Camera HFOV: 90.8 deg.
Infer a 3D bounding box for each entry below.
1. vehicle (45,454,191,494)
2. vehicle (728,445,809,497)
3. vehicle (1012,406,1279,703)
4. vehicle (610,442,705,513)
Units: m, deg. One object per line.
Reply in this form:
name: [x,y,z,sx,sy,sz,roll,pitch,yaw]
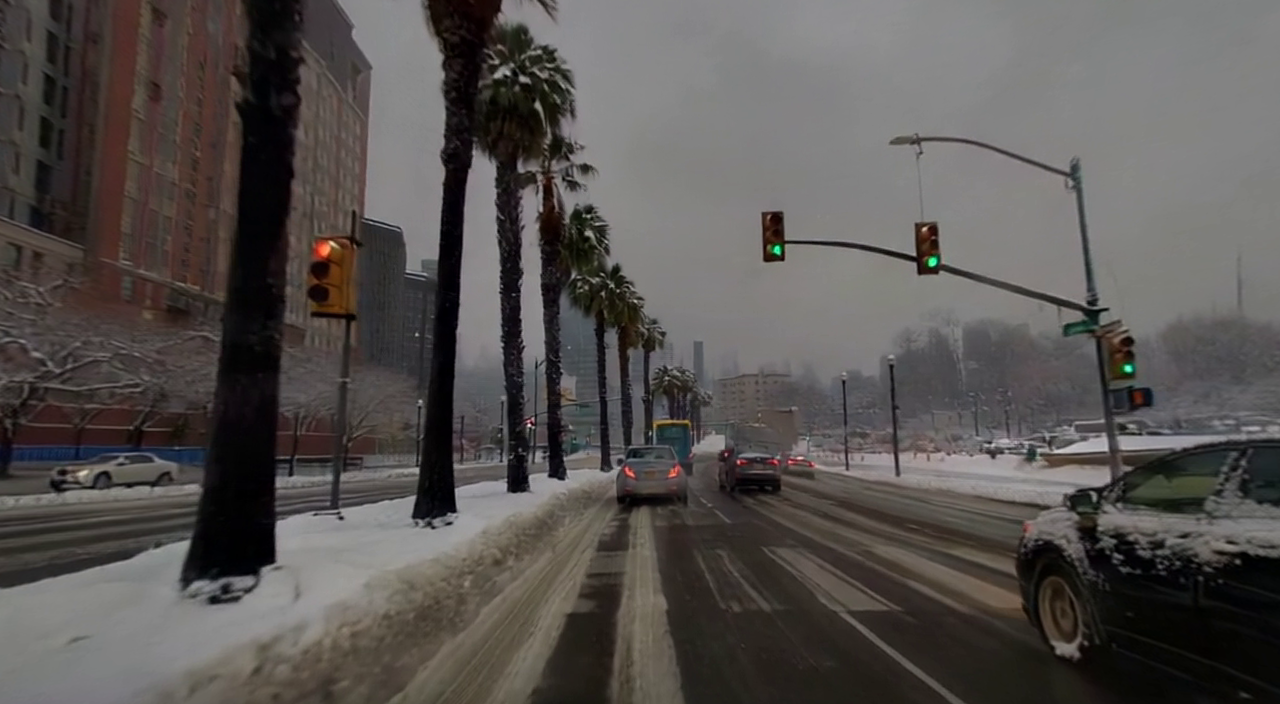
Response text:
vehicle: [-22.210,5.177,27.172,1.809,1.472,4.601,-2,-9,13]
vehicle: [3.975,3.723,20.108,1.909,1.500,3.524,0,-9,1]
vehicle: [3.585,0.916,2.218,1.920,1.490,4.417,0,-9,1]
vehicle: [0.428,2.997,15.541,2.048,1.503,3.681,0,-9,2]
